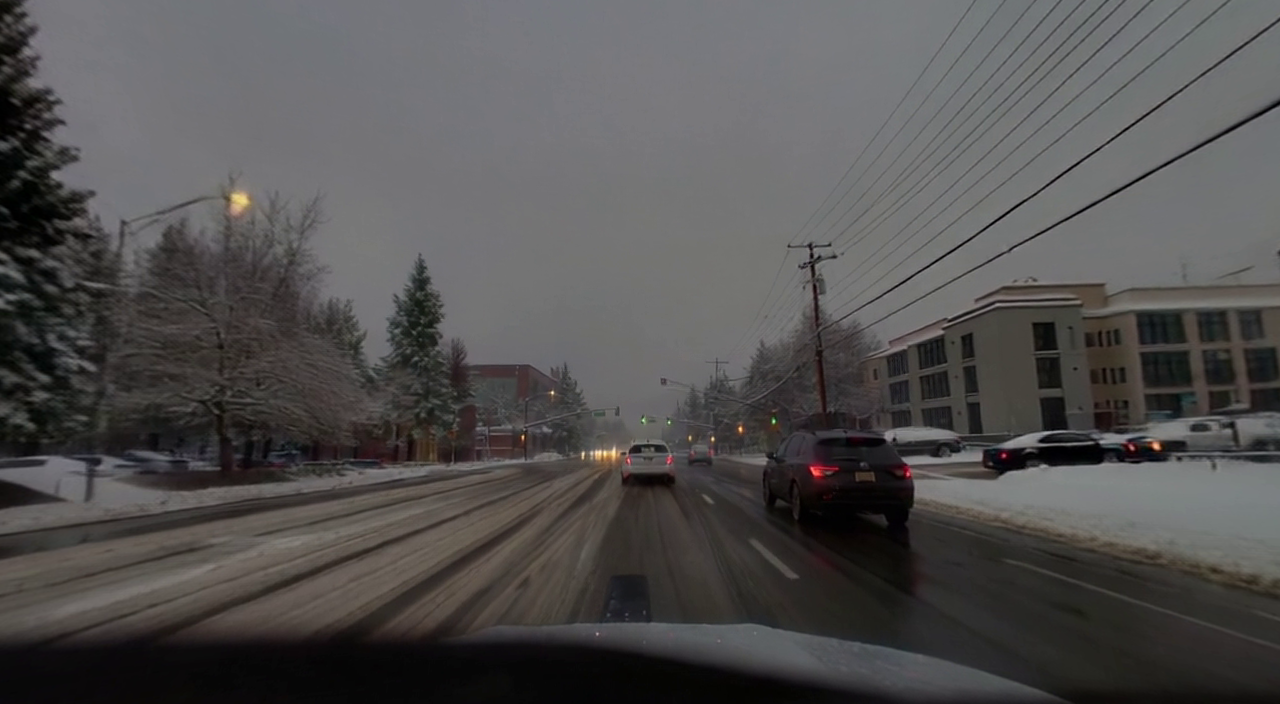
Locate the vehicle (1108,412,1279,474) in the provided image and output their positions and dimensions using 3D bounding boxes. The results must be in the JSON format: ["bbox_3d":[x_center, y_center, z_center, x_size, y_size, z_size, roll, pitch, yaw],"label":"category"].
[{"bbox_3d":[18.703,3.122,21.347,1.950,1.797,4.967,-3,-10,3],"label":"vehicle"}]

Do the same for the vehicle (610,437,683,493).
[{"bbox_3d":[0.213,3.704,21.066,2.200,1.653,4.127,0,-8,1],"label":"vehicle"}]

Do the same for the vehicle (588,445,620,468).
[{"bbox_3d":[-2.567,7.262,44.035,2.104,1.488,4.546,0,-8,-5],"label":"vehicle"}]

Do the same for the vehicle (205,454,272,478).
[{"bbox_3d":[-30.358,8.585,47.832,1.903,1.649,4.654,0,-8,1],"label":"vehicle"}]

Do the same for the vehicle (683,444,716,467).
[{"bbox_3d":[4.117,7.185,43.935,1.880,1.503,4.130,0,-8,0],"label":"vehicle"}]

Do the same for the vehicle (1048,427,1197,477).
[{"bbox_3d":[16.129,3.370,21.386,2.018,1.488,4.059,-1,-8,4],"label":"vehicle"}]

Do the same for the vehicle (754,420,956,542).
[{"bbox_3d":[3.473,2.174,11.305,2.024,1.711,4.512,0,-8,0],"label":"vehicle"}]

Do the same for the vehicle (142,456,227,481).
[{"bbox_3d":[-30.382,7.771,42.266,1.951,1.459,4.803,-1,-8,2],"label":"vehicle"}]

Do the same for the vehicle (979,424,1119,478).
[{"bbox_3d":[13.479,3.310,21.155,1.899,1.602,4.297,-1,-8,2],"label":"vehicle"}]

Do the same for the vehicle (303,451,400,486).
[{"bbox_3d":[-14.727,5.947,32.223,4.290,1.510,2.006,-6,-10,18],"label":"vehicle"}]
